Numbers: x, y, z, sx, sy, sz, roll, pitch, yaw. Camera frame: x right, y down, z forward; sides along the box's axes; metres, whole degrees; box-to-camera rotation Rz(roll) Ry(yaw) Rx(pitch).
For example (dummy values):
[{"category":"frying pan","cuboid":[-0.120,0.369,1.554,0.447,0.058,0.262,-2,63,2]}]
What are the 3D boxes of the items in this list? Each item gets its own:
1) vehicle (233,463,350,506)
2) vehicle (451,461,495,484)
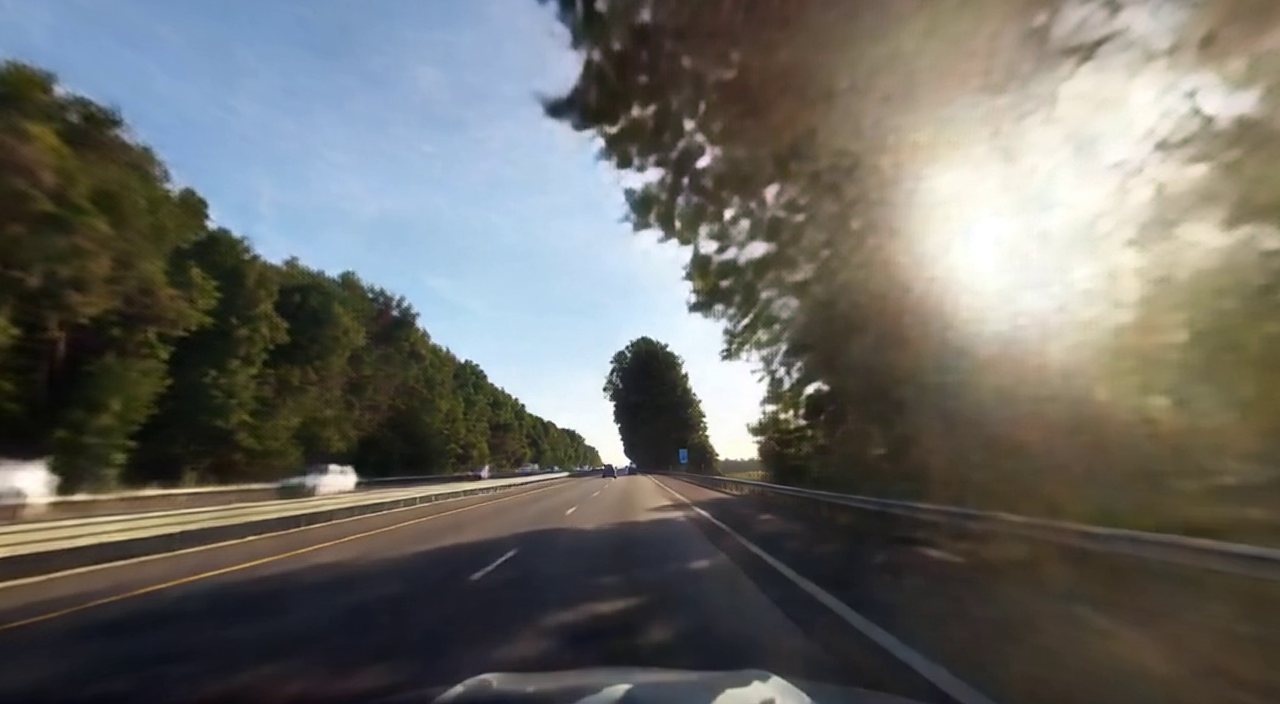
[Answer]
[{"category":"vehicle","cuboid":[-13.428,5.126,24.672,1.944,1.453,4.544,1,-10,0]},{"category":"vehicle","cuboid":[-12.860,9.337,48.789,2.070,1.611,4.762,1,-11,0]}]
